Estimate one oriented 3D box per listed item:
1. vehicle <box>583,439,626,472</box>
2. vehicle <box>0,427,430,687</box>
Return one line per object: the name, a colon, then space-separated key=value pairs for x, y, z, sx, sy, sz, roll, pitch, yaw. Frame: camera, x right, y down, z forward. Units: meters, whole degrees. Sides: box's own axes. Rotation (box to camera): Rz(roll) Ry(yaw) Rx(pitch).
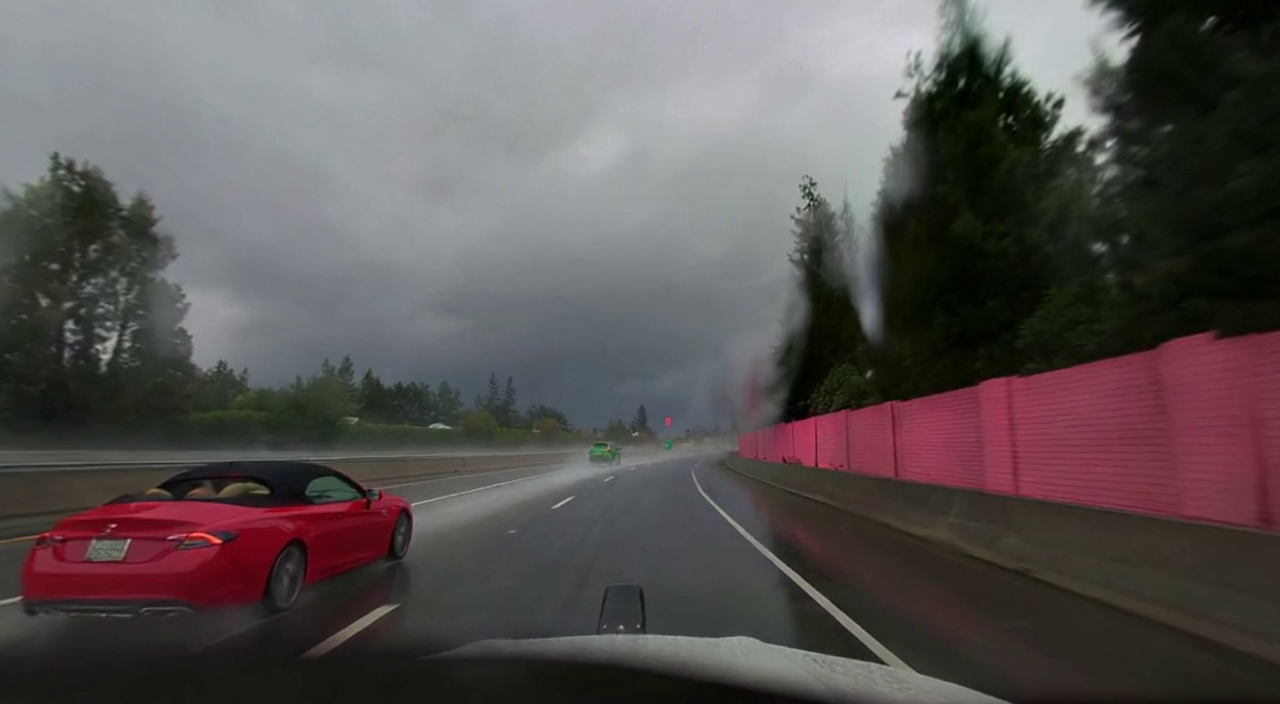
vehicle: x=-1.923 y=5.773 z=35.338 sx=1.833 sy=1.697 sz=3.984 roll=-1 pitch=-9 yaw=5
vehicle: x=-3.532 y=1.458 z=5.682 sx=1.746 sy=1.405 sz=4.339 roll=0 pitch=-9 yaw=0
